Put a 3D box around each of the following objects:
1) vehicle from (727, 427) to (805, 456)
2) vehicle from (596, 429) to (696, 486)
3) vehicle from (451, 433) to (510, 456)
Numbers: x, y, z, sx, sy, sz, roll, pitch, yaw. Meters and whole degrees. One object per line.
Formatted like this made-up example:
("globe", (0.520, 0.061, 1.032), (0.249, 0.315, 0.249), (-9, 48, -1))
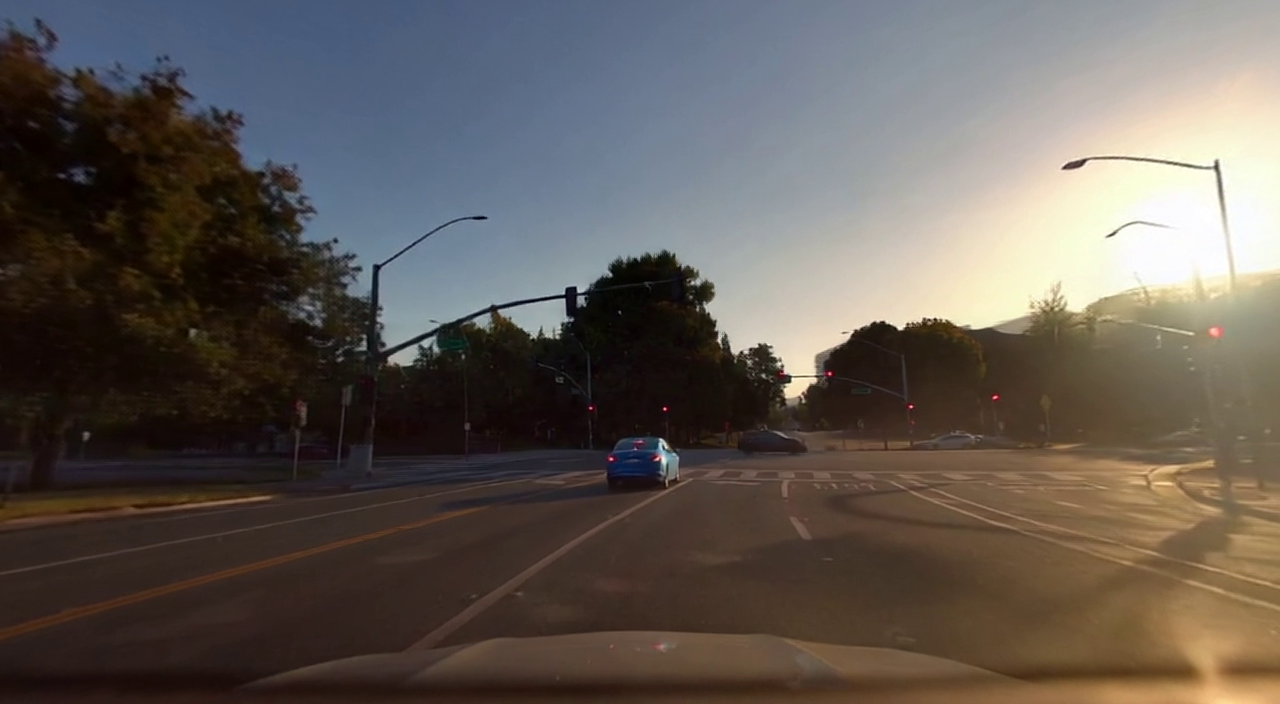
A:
("vehicle", (7.599, 5.445, 38.074), (4.406, 1.661, 1.857), (-3, -9, 17))
("vehicle", (0.313, 3.242, 19.622), (2.055, 1.573, 4.065), (-2, -9, 16))
("vehicle", (-11.964, 6.991, 47.415), (3.952, 1.568, 1.788), (-4, -8, 15))
